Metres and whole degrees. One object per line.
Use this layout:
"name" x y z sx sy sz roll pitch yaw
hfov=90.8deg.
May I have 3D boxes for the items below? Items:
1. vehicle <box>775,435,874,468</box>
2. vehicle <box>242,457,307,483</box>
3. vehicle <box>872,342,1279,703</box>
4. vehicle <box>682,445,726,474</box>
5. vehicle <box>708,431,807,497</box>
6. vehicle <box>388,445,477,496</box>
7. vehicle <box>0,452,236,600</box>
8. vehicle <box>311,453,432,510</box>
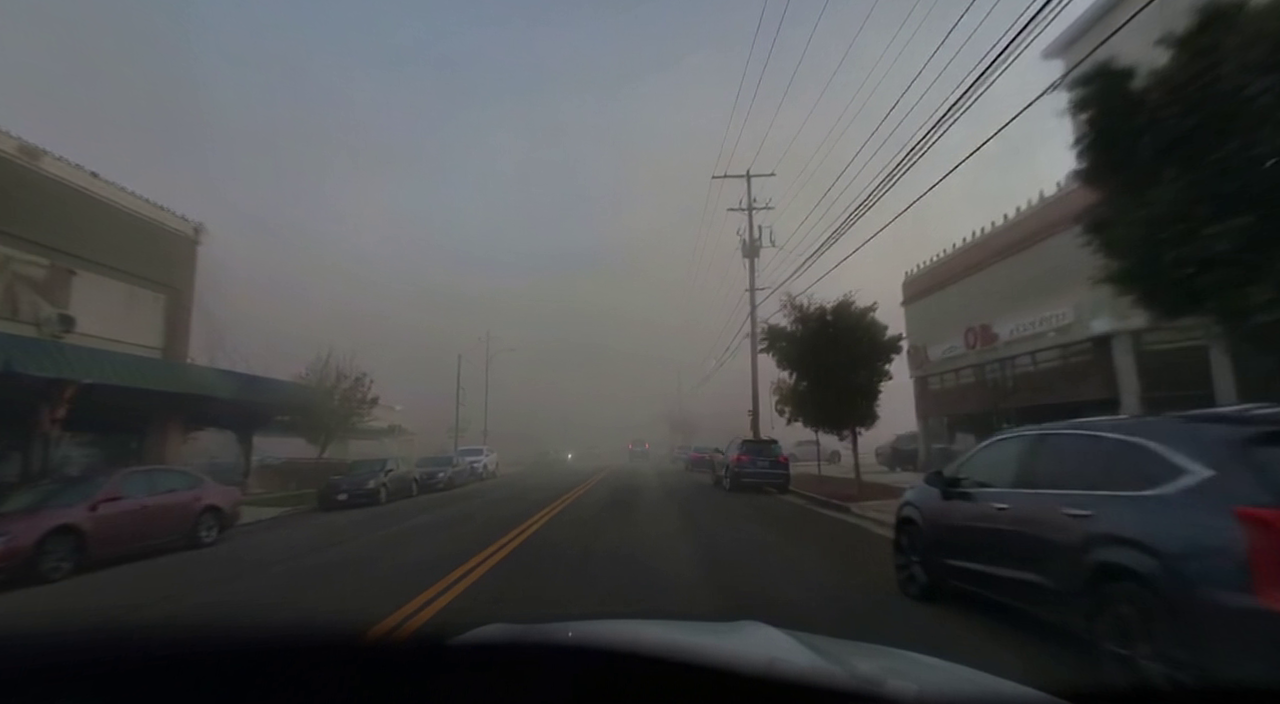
"vehicle" 9.954 5.394 34.405 4.744 1.610 1.921 -2 -8 1
"vehicle" -23.428 7.540 40.639 1.866 1.397 3.991 -2 -9 -2
"vehicle" 3.446 1.130 4.224 1.962 1.752 4.478 0 -10 -1
"vehicle" 3.431 5.886 34.809 1.866 1.439 4.482 0 -9 -1
"vehicle" 3.493 3.442 19.796 2.088 1.765 4.704 0 -9 -1
"vehicle" -8.530 4.859 26.517 2.045 1.820 4.858 0 -7 0
"vehicle" -8.565 2.450 9.647 1.860 1.565 4.569 -2 -7 -1
"vehicle" -8.676 4.190 20.987 2.022 1.501 4.860 0 -7 -1
